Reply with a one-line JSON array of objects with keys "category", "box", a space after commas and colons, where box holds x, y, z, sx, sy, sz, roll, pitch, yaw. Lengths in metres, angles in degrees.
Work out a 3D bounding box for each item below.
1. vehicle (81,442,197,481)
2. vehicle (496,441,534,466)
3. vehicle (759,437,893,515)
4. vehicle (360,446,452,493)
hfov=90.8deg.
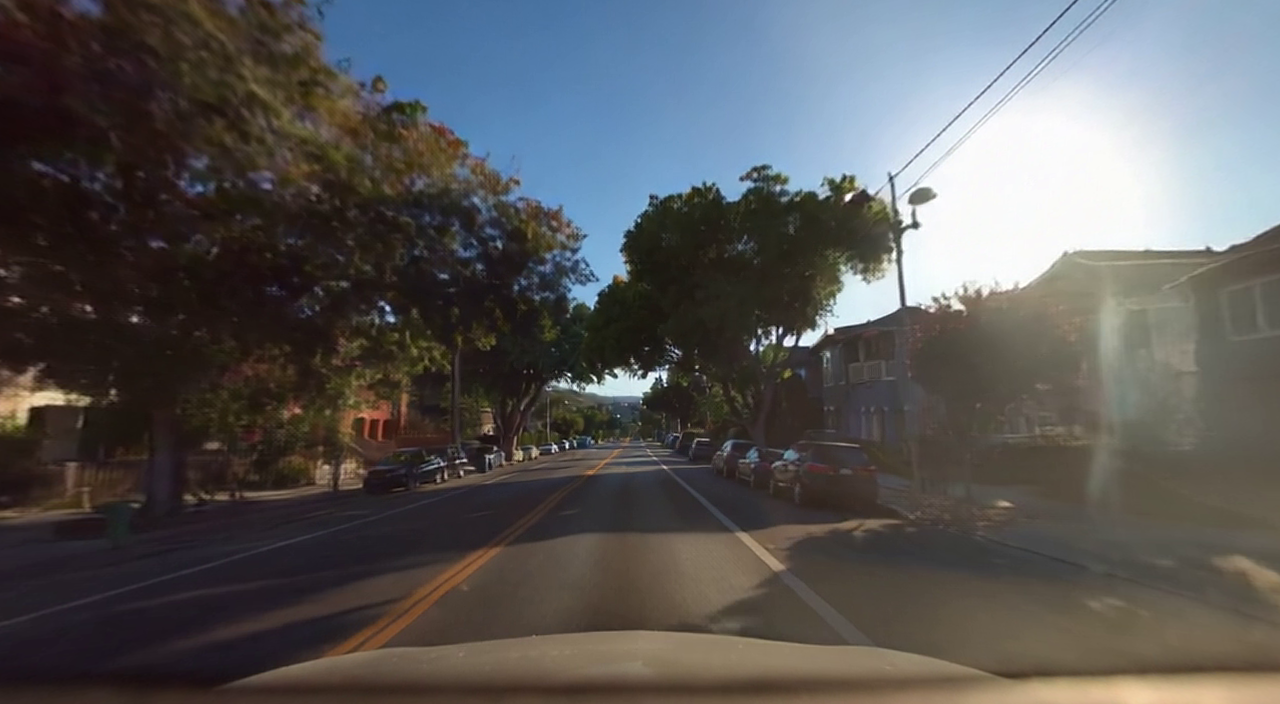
[{"category": "vehicle", "box": [-20.475, 4.453, 26.034, 1.800, 1.475, 3.604, 0, -8, -1]}, {"category": "vehicle", "box": [-8.311, 6.761, 42.344, 1.883, 1.565, 3.655, -2, -8, -1]}, {"category": "vehicle", "box": [4.135, 2.796, 14.746, 1.845, 1.556, 3.929, 0, -8, -1]}, {"category": "vehicle", "box": [-8.175, 4.114, 22.472, 1.852, 1.482, 3.916, -1, -9, -2]}]
